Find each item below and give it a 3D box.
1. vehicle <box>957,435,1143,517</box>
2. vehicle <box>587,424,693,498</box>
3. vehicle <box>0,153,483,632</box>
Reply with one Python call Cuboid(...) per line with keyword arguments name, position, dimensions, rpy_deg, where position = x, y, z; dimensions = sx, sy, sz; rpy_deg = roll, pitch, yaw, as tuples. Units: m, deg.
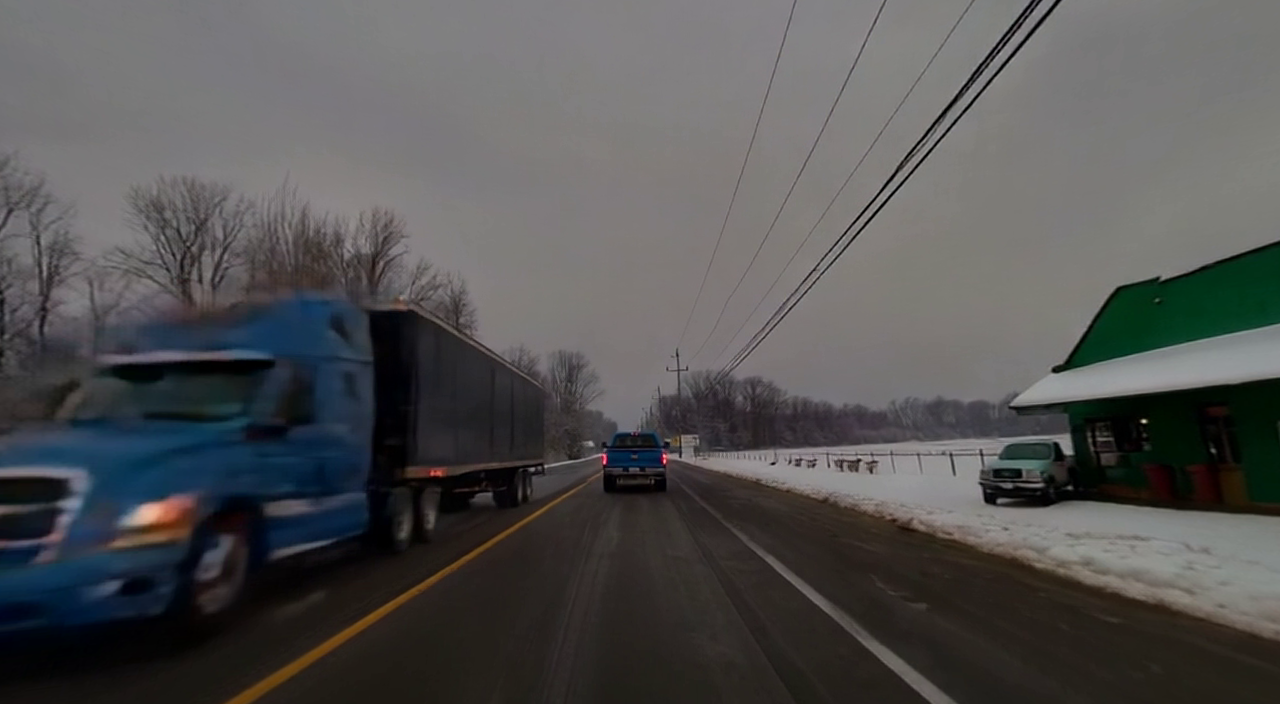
Cuboid(name="vehicle", position=(10.645, 3.074, 16.248), dimensions=(5.304, 1.754, 2.340), rpy_deg=(7, -11, -39))
Cuboid(name="vehicle", position=(-0.032, 3.584, 21.257), dimensions=(2.921, 2.031, 7.416), rpy_deg=(0, -9, -1))
Cuboid(name="vehicle", position=(-4.803, 0.821, 9.147), dimensions=(3.063, 3.986, 7.883), rpy_deg=(0, -9, -1))
